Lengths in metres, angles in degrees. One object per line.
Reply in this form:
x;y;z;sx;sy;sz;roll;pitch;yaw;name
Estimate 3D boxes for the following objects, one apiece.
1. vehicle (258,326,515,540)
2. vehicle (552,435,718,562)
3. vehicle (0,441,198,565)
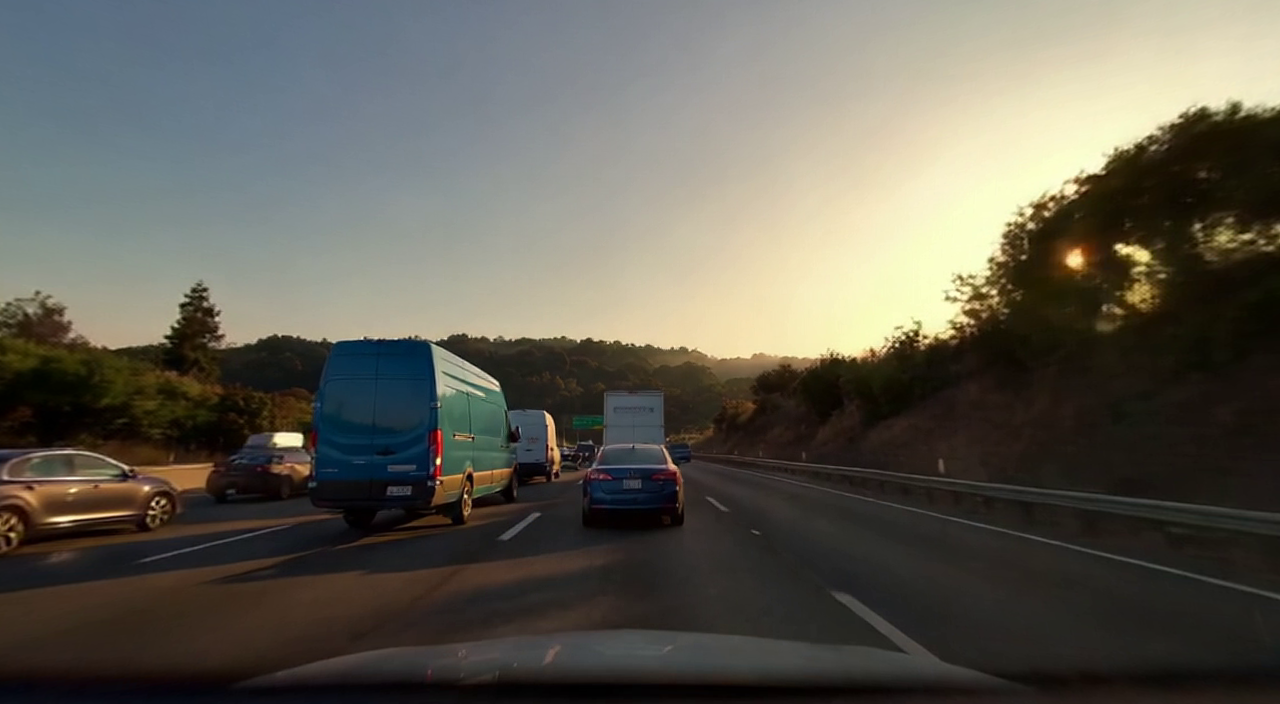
-4.072;1.578;11.928;2.254;2.879;6.656;0;-9;-2;vehicle
-0.094;2.040;9.387;1.995;1.495;3.380;0;-9;-1;vehicle
-8.825;2.042;8.885;1.899;1.503;4.466;-1;-9;1;vehicle
